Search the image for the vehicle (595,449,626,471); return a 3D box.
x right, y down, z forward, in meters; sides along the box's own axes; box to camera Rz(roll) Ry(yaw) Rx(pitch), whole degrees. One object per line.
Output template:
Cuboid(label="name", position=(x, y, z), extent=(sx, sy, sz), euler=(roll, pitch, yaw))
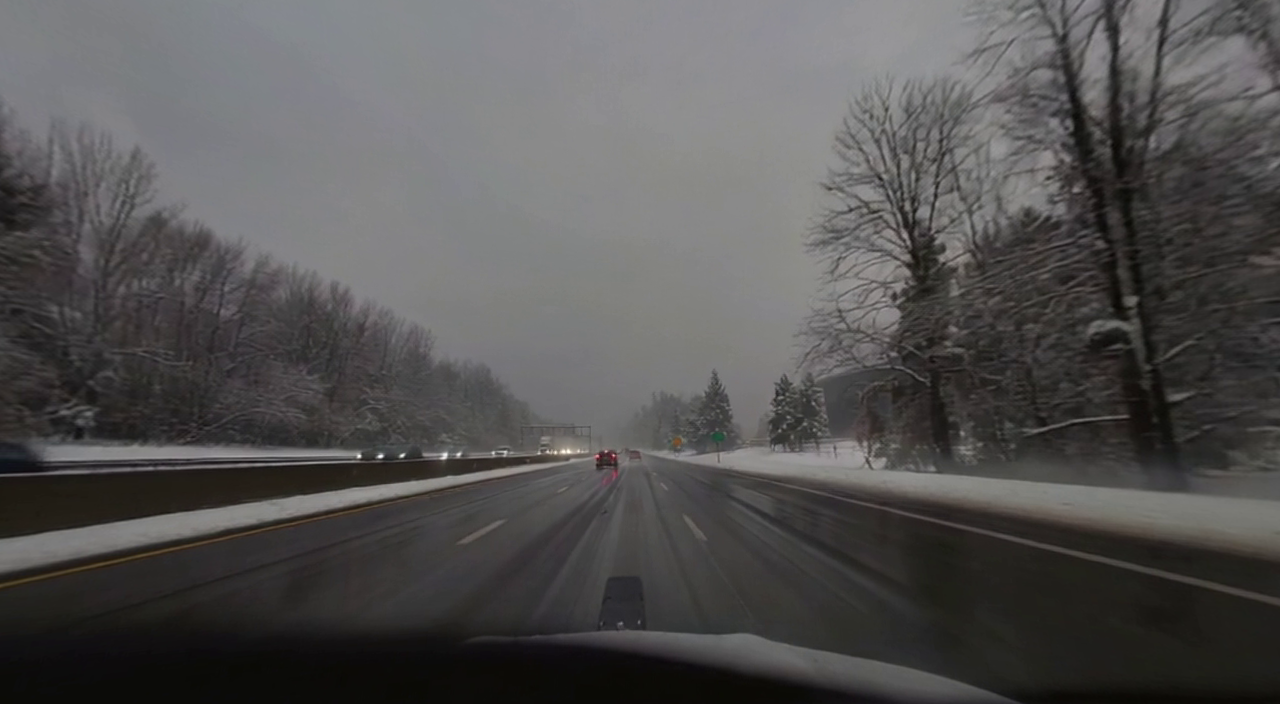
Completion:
Cuboid(label="vehicle", position=(-2.095, 7.867, 46.060), extent=(2.011, 1.468, 3.883), euler=(0, -9, 1))

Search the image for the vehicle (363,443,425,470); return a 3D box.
Cuboid(label="vehicle", position=(-14.755, 6.288, 38.063), extent=(1.927, 1.514, 4.550), euler=(0, -9, 0))
